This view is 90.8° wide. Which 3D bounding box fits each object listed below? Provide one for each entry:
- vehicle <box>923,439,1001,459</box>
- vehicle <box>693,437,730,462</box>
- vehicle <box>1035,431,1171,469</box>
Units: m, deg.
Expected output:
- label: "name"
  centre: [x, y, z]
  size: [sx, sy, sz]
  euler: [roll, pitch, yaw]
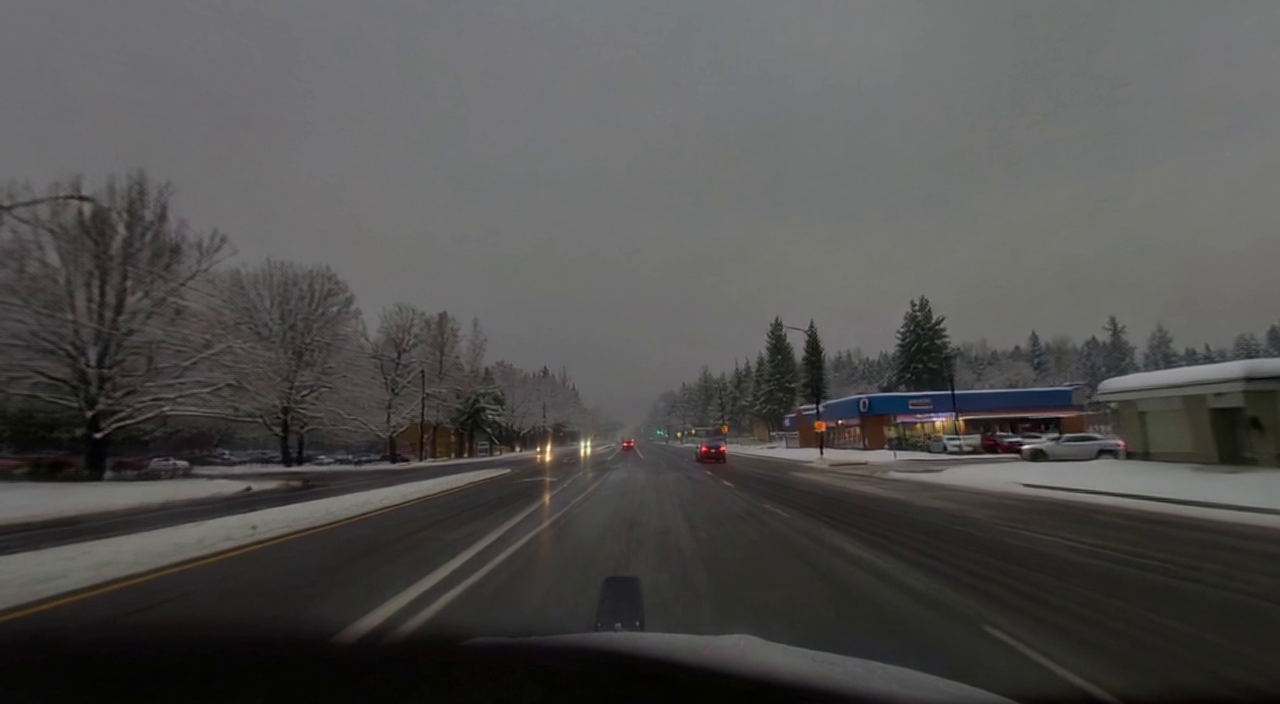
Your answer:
- label: "vehicle"
  centre: [23.524, 7.114, 46.346]
  size: [1.886, 1.438, 4.742]
  euler: [6, -10, -33]
- label: "vehicle"
  centre: [4.903, 6.727, 43.629]
  size: [1.957, 1.643, 4.226]
  euler: [0, -9, -1]
- label: "vehicle"
  centre: [22.794, 4.850, 31.322]
  size: [2.086, 1.730, 4.913]
  euler: [6, -11, -35]
